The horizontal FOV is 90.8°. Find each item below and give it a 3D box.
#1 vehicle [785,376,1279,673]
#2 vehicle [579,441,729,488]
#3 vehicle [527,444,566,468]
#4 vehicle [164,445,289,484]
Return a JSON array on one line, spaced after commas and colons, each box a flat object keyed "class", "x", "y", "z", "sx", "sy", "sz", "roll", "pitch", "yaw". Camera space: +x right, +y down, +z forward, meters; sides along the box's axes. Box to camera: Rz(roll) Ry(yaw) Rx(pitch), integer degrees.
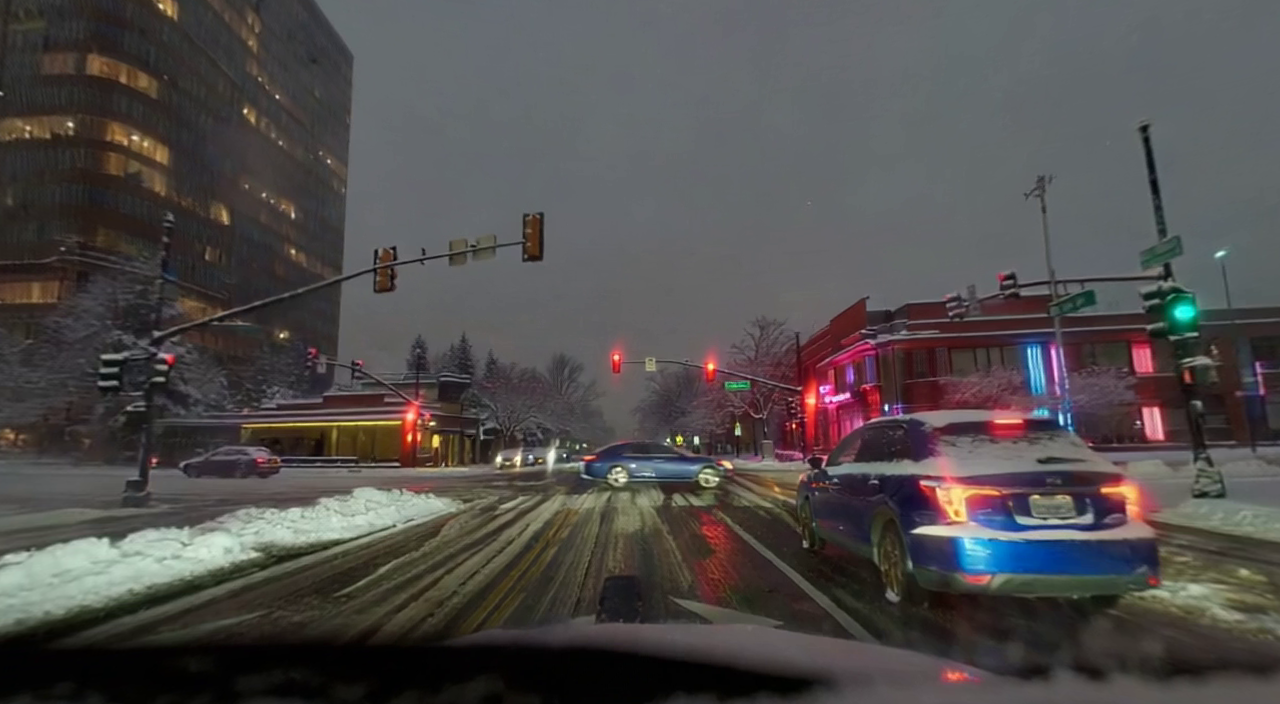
[{"class": "vehicle", "x": 2.963, "y": 1.314, "z": 5.933, "sx": 2.049, "sy": 1.691, "sz": 4.447, "roll": 0, "pitch": -8, "yaw": -1}, {"class": "vehicle", "x": 0.527, "y": 3.788, "z": 21.486, "sx": 4.878, "sy": 1.488, "sz": 1.888, "roll": -2, "pitch": -9, "yaw": 9}, {"class": "vehicle", "x": -7.138, "y": 8.021, "z": 48.847, "sx": 2.181, "sy": 1.703, "sz": 4.512, "roll": -1, "pitch": -8, "yaw": 2}, {"class": "vehicle", "x": -21.385, "y": 5.781, "z": 32.748, "sx": 5.161, "sy": 1.910, "sz": 2.275, "roll": -2, "pitch": -9, "yaw": 11}]
